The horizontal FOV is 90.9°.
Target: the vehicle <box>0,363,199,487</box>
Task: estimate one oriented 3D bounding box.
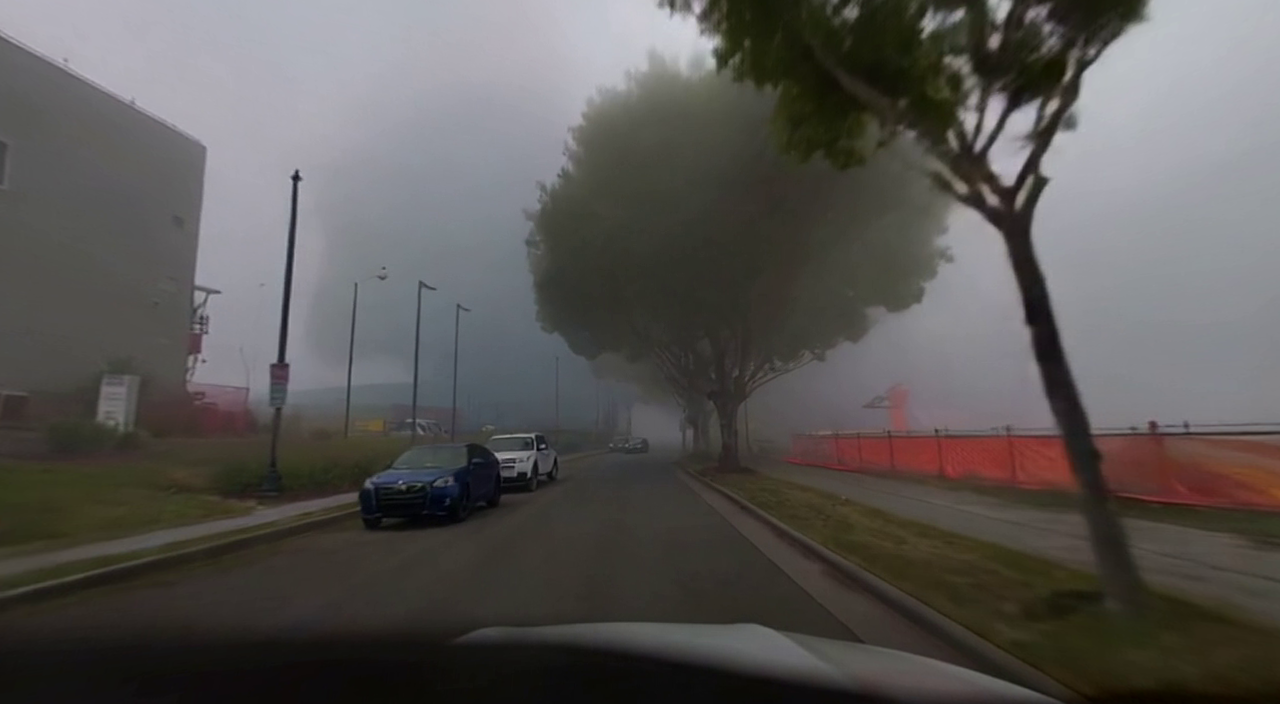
[{"bbox_3d":[-13.602,1.636,13.981,6.039,2.449,2.273,-1,-8,5],"label":"vehicle"}]

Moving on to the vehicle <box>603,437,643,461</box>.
[{"bbox_3d":[-1.169,7.036,45.851,1.967,1.646,4.192,-2,-8,11],"label":"vehicle"}]

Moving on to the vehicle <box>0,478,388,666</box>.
[{"bbox_3d":[-3.977,1.817,5.957,1.741,0.964,3.497,-1,-7,0],"label":"vehicle"}]

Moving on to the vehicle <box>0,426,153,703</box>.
[{"bbox_3d":[-3.911,0.900,1.532,1.948,1.460,4.394,0,-8,0],"label":"vehicle"}]

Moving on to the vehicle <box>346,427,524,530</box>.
[{"bbox_3d":[-3.708,2.330,12.317,1.980,1.635,4.153,0,-8,1],"label":"vehicle"}]
